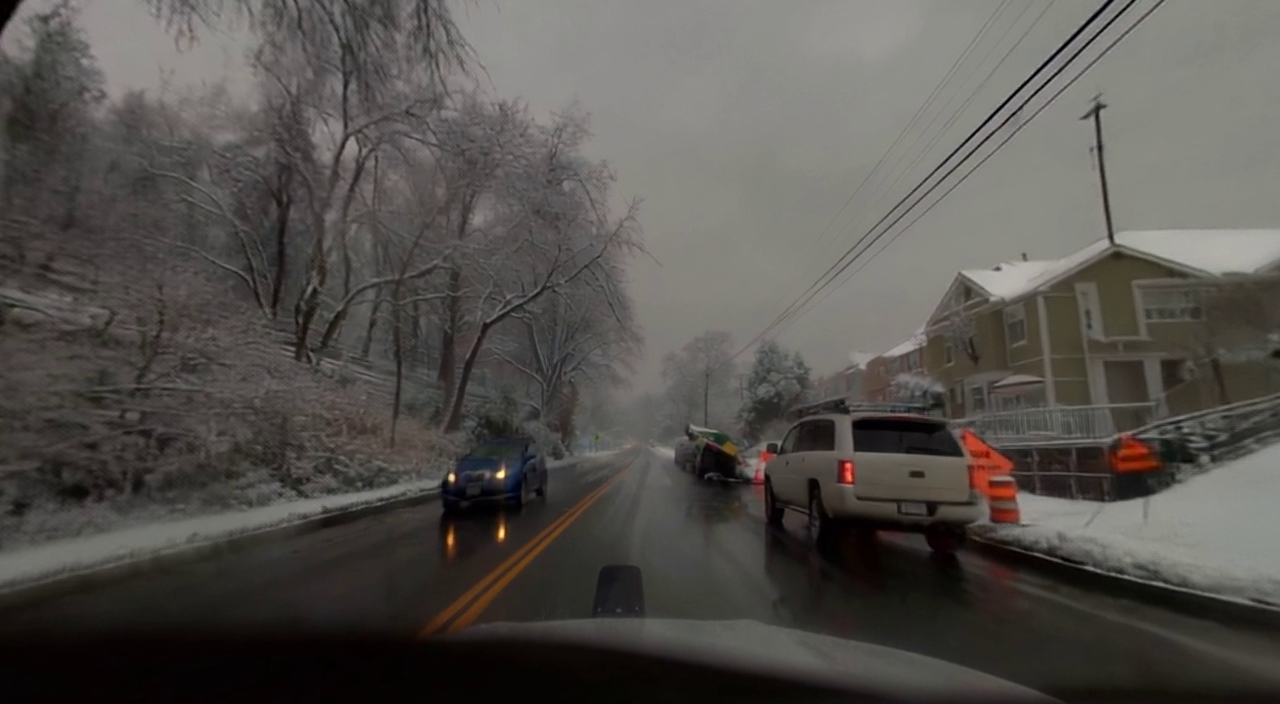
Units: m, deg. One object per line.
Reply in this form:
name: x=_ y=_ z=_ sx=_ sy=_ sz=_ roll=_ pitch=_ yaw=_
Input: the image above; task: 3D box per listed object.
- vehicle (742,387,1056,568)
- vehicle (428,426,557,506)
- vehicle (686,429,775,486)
vehicle: x=3.529 y=1.926 z=10.554 sx=2.759 sy=2.114 sz=6.152 roll=0 pitch=-9 yaw=2
vehicle: x=-3.493 y=2.799 z=15.919 sx=2.078 sy=1.716 sz=4.367 roll=0 pitch=-9 yaw=1
vehicle: x=3.466 y=4.244 z=25.832 sx=2.617 sy=2.020 sz=6.531 roll=0 pitch=-9 yaw=-1
